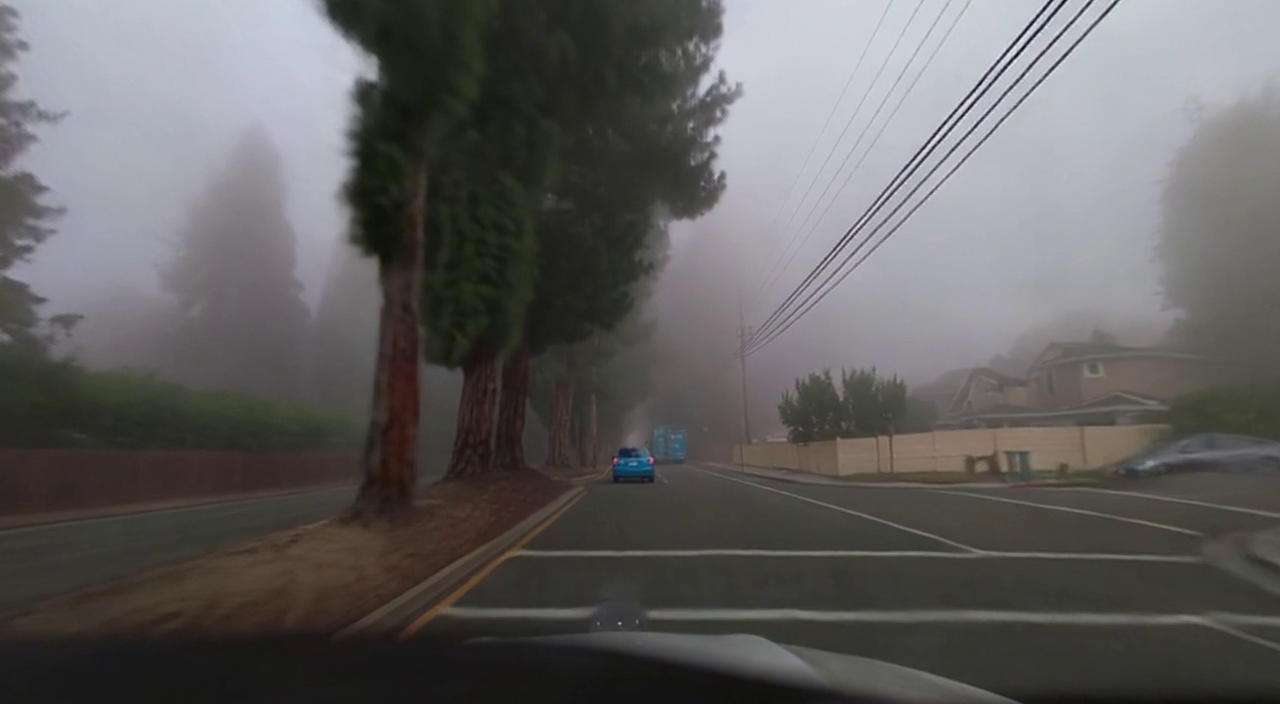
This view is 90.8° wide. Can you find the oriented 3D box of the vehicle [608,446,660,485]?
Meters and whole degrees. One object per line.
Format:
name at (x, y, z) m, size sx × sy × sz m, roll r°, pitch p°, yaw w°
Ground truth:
vehicle at (-0.264, 4.663, 26.299) m, size 2.018 × 1.511 × 3.993 m, roll 0°, pitch -8°, yaw -1°
